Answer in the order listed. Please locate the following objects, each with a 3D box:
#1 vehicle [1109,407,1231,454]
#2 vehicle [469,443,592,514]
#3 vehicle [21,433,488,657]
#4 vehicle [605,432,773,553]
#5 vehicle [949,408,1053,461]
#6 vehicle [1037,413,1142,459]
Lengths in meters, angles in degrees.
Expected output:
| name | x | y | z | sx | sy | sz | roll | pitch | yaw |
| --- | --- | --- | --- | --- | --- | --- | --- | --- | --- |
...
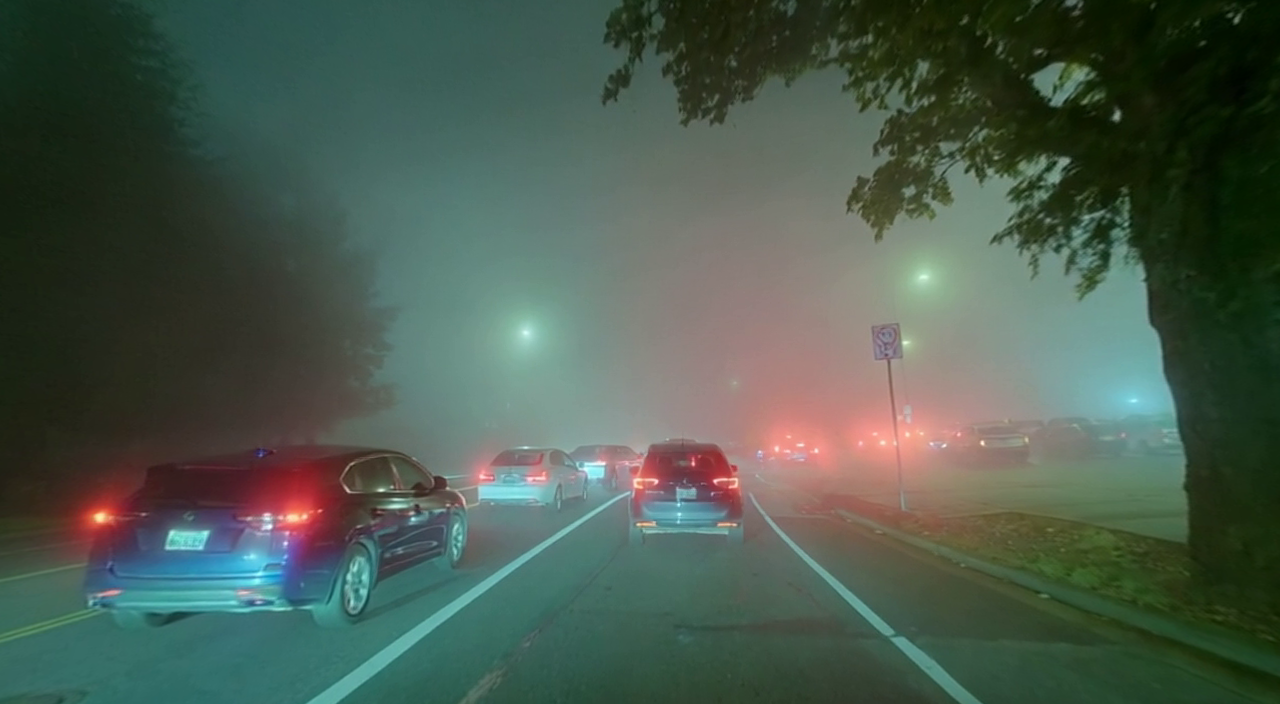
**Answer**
| name | x | y | z | sx | sy | sz | roll | pitch | yaw |
| --- | --- | --- | --- | --- | --- | --- | --- | --- | --- |
| vehicle | 20.551 | 3.094 | 24.643 | 1.902 | 1.529 | 3.937 | -7 | -9 | 13 |
| vehicle | -2.501 | 3.006 | 15.520 | 1.870 | 1.490 | 4.187 | -1 | -9 | 6 |
| vehicle | -3.201 | 1.650 | 6.519 | 1.940 | 1.502 | 4.241 | -1 | -9 | 4 |
| vehicle | 0.752 | 2.113 | 10.174 | 2.142 | 1.528 | 4.133 | -1 | -9 | 4 |
| vehicle | 14.551 | 3.417 | 25.735 | 2.288 | 1.933 | 4.612 | -2 | -9 | 12 |
| vehicle | 17.930 | 3.396 | 25.358 | 1.803 | 1.518 | 3.893 | -7 | -9 | 10 |
